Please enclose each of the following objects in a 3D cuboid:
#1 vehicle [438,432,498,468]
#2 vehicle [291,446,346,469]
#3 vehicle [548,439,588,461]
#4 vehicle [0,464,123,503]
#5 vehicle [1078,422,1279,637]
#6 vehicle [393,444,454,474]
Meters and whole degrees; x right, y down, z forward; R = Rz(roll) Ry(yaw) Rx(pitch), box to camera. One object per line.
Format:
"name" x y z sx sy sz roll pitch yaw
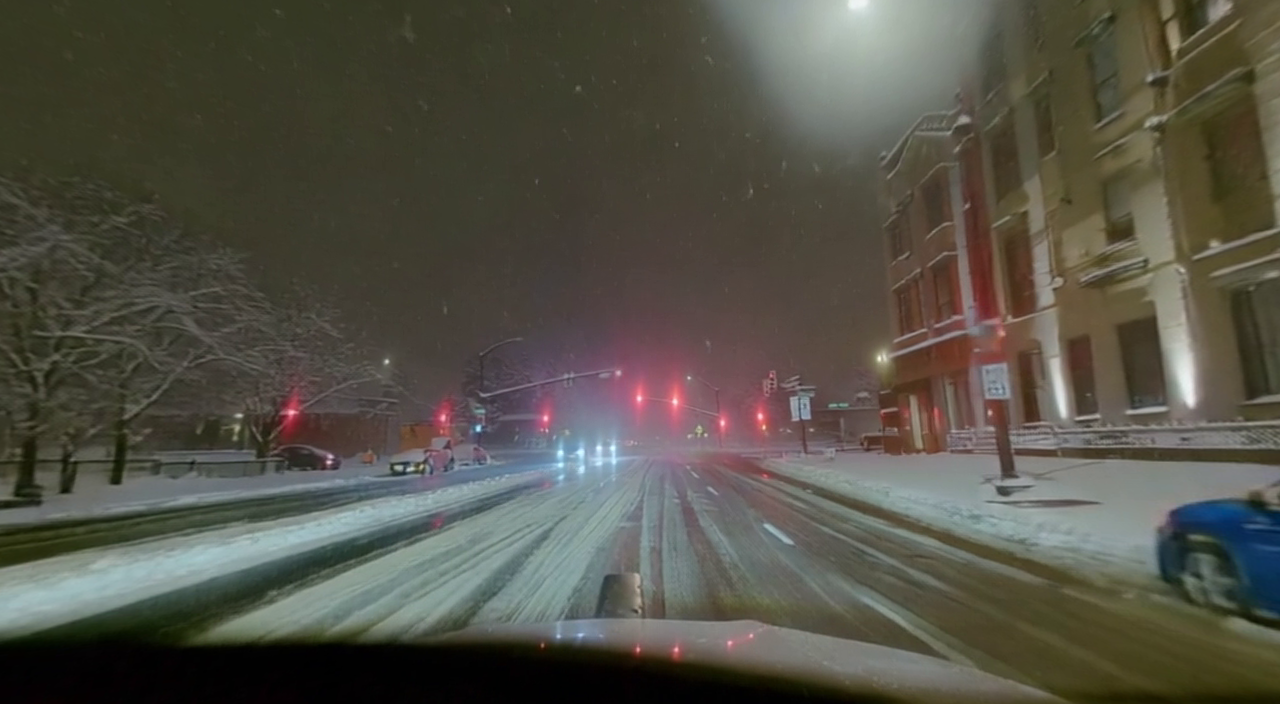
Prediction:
"vehicle" -11.202 6.457 41.717 2.268 2.181 5.482 0 -8 2
"vehicle" -22.531 7.378 44.408 1.788 1.487 3.880 0 -8 0
"vehicle" -5.205 7.128 46.125 2.129 1.495 4.699 0 -8 3
"vehicle" -24.197 5.415 26.231 3.721 1.470 1.967 0 -8 3
"vehicle" 5.459 1.125 3.633 2.010 1.473 5.353 0 -8 -1
"vehicle" -11.610 5.750 34.186 1.868 1.520 3.796 0 -8 1
